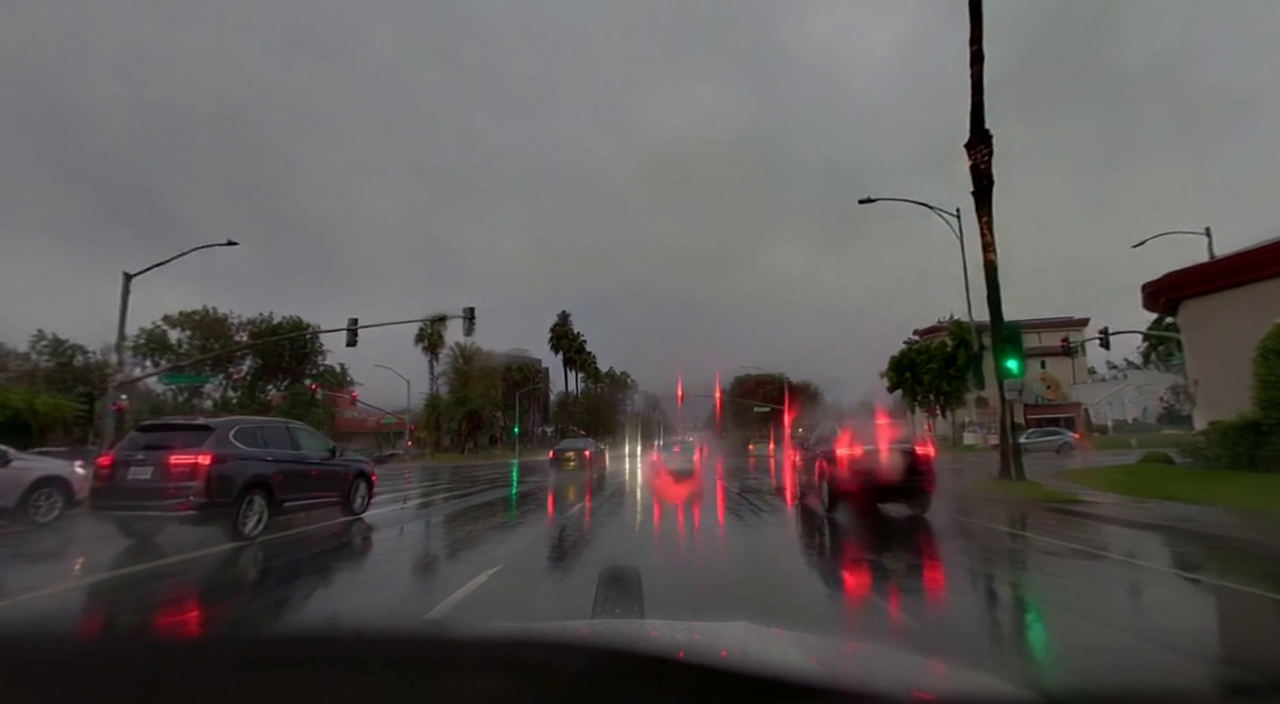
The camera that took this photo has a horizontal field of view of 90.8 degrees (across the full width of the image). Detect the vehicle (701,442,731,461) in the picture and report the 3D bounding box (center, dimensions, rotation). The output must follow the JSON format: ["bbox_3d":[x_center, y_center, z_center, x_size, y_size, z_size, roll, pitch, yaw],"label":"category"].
[{"bbox_3d":[5.887,7.679,48.710,1.956,1.369,3.686,-2,-9,12],"label":"vehicle"}]

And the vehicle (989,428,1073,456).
[{"bbox_3d":[27.786,6.414,45.052,4.557,1.848,2.008,-2,-9,11],"label":"vehicle"}]

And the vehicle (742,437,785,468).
[{"bbox_3d":[6.702,5.476,34.597,2.149,1.532,4.168,-2,-8,9],"label":"vehicle"}]

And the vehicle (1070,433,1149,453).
[{"bbox_3d":[36.914,7.160,49.815,4.517,1.491,1.858,-2,-9,12],"label":"vehicle"}]

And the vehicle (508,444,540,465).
[{"bbox_3d":[-8.490,7.397,45.806,1.918,1.443,4.612,2,-9,-14],"label":"vehicle"}]

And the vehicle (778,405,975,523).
[{"bbox_3d":[4.467,2.225,13.048,2.267,1.931,5.145,-1,-8,3],"label":"vehicle"}]

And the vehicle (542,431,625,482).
[{"bbox_3d":[-2.060,4.044,24.693,2.088,1.746,4.650,-2,-9,10],"label":"vehicle"}]

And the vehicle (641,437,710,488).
[{"bbox_3d":[1.256,3.598,20.859,2.057,1.492,3.825,-1,-8,6],"label":"vehicle"}]

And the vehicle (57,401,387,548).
[{"bbox_3d":[-6.429,1.940,10.639,2.127,1.888,4.637,-1,-8,4],"label":"vehicle"}]
